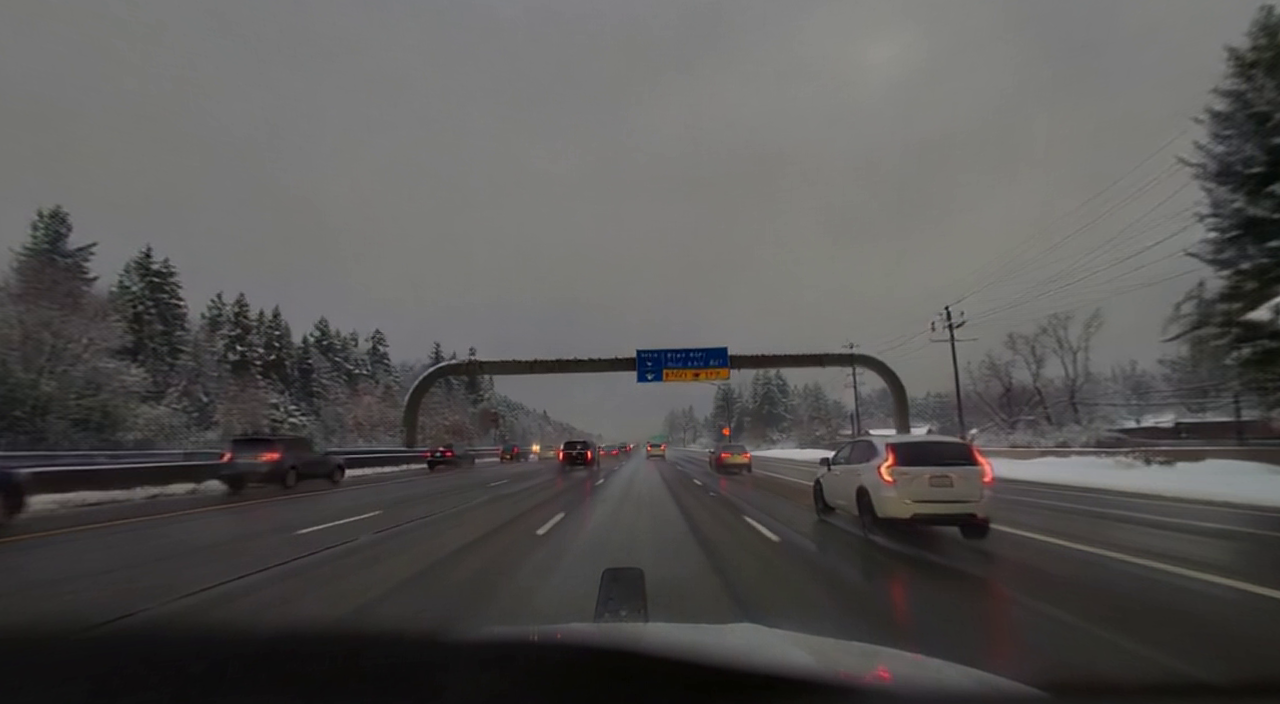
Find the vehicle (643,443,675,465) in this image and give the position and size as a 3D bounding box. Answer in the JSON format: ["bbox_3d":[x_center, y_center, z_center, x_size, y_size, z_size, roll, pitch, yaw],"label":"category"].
[{"bbox_3d":[1.351,7.530,46.796,2.220,1.575,4.332,0,-8,0],"label":"vehicle"}]

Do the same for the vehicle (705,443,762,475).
[{"bbox_3d":[4.506,5.228,31.116,2.022,1.472,4.678,0,-8,-1],"label":"vehicle"}]

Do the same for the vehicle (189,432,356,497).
[{"bbox_3d":[-10.710,3.306,18.901,2.137,1.690,4.630,0,-8,1],"label":"vehicle"}]

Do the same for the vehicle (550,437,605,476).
[{"bbox_3d":[-2.976,5.098,31.017,2.133,1.775,4.530,0,-8,1],"label":"vehicle"}]

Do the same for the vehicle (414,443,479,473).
[{"bbox_3d":[-10.398,5.714,34.266,1.926,1.479,4.688,0,-8,1],"label":"vehicle"}]

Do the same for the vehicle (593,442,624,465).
[{"bbox_3d":[-2.371,7.795,48.622,2.133,1.668,4.505,0,-8,1],"label":"vehicle"}]

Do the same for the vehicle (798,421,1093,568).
[{"bbox_3d":[3.880,1.870,9.100,2.036,1.580,4.360,0,-8,0],"label":"vehicle"}]
